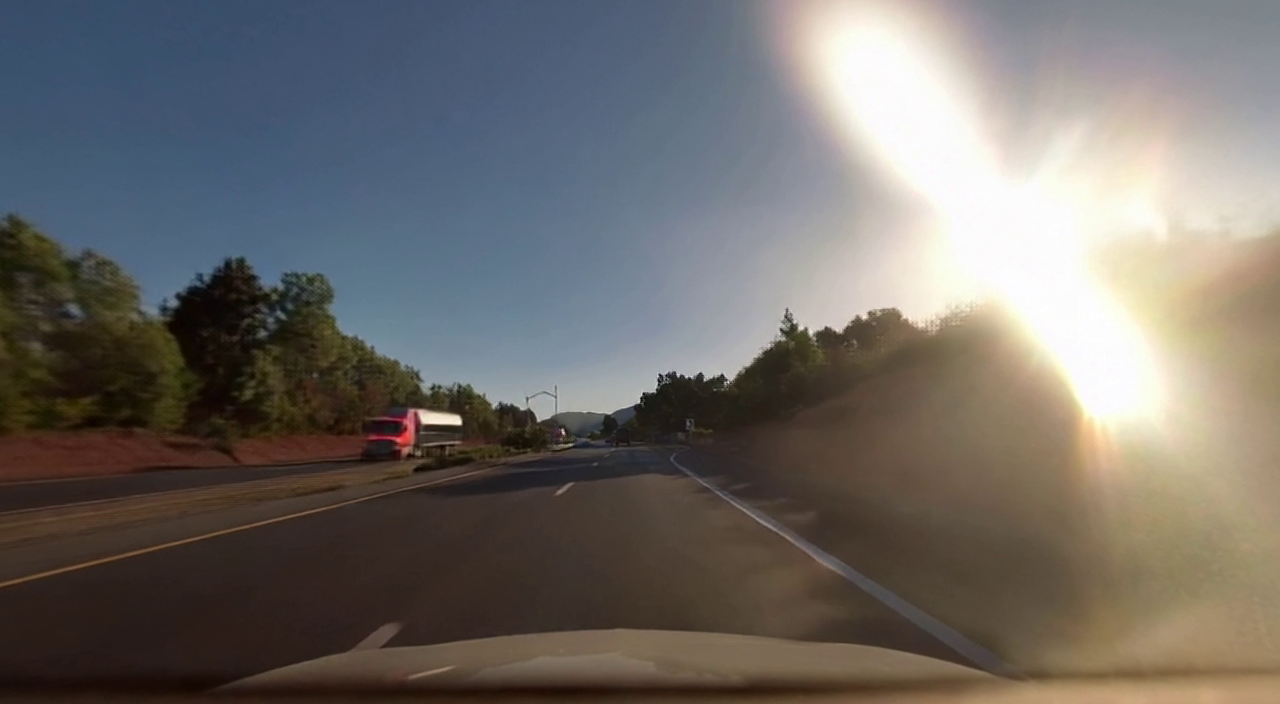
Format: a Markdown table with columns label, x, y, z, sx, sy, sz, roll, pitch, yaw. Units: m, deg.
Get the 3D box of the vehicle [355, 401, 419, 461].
| label | x | y | z | sx | sy | sz | roll | pitch | yaw |
| --- | --- | --- | --- | --- | --- | --- | --- | --- | --- |
| vehicle | -17.627 | 5.553 | 44.156 | 2.997 | 4.001 | 3.458 | 0 | -8 | -2 |
